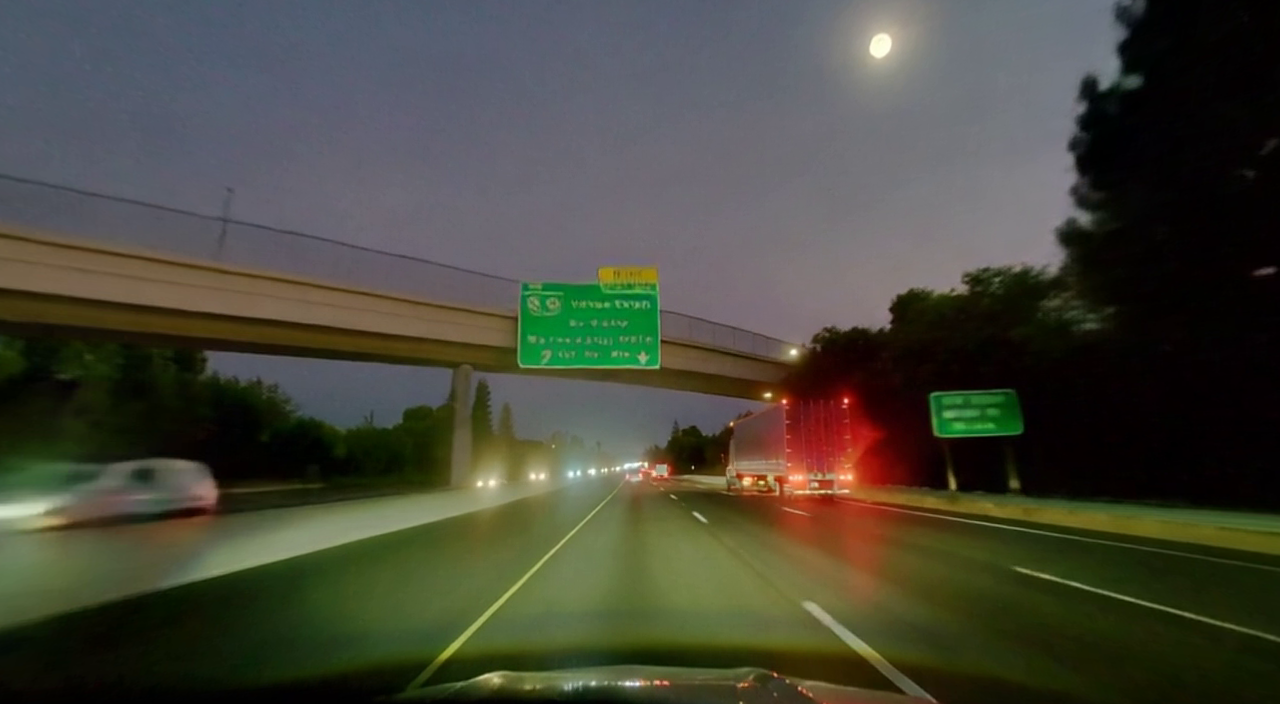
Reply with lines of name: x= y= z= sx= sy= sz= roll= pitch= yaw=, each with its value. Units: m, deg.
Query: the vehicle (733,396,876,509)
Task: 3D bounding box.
vehicle: x=7.018 y=4.920 z=29.992 sx=2.926 sy=4.073 sz=13.836 roll=1 pitch=-10 yaw=-1

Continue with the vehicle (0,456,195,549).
vehicle: x=-11.164 y=2.816 z=12.316 sx=1.870 sy=1.478 sz=4.173 roll=1 pitch=-10 yaw=-1

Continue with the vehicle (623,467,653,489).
vehicle: x=-0.151 y=9.065 z=45.577 sx=2.029 sy=1.459 sz=3.684 roll=1 pitch=-10 yaw=-1
